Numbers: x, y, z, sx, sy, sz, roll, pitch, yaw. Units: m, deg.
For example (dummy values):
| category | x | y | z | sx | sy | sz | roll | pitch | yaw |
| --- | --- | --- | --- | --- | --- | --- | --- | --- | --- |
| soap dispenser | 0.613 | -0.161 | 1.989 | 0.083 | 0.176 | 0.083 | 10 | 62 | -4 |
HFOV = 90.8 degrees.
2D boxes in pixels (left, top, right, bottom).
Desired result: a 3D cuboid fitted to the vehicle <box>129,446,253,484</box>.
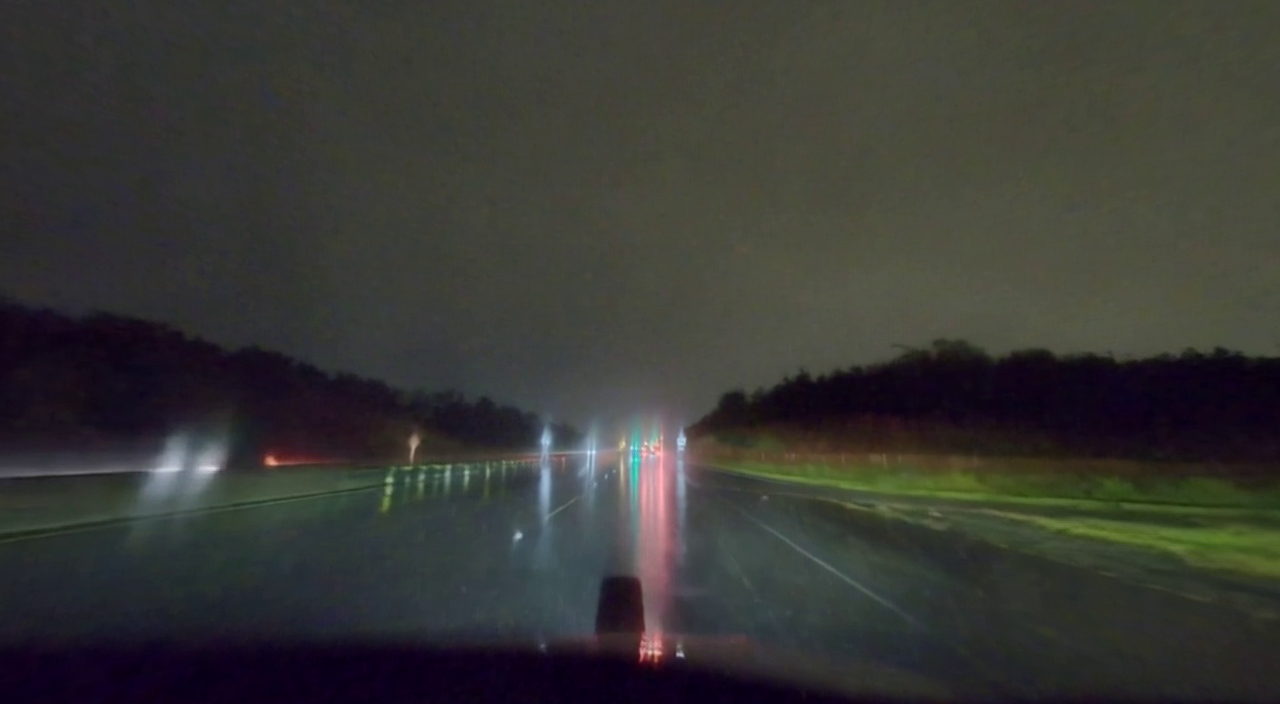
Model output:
| category | x | y | z | sx | sy | sz | roll | pitch | yaw |
| --- | --- | --- | --- | --- | --- | --- | --- | --- | --- |
| vehicle | -19.925 | 5.008 | 28.303 | 2.124 | 1.553 | 4.552 | 0 | -9 | 1 |
